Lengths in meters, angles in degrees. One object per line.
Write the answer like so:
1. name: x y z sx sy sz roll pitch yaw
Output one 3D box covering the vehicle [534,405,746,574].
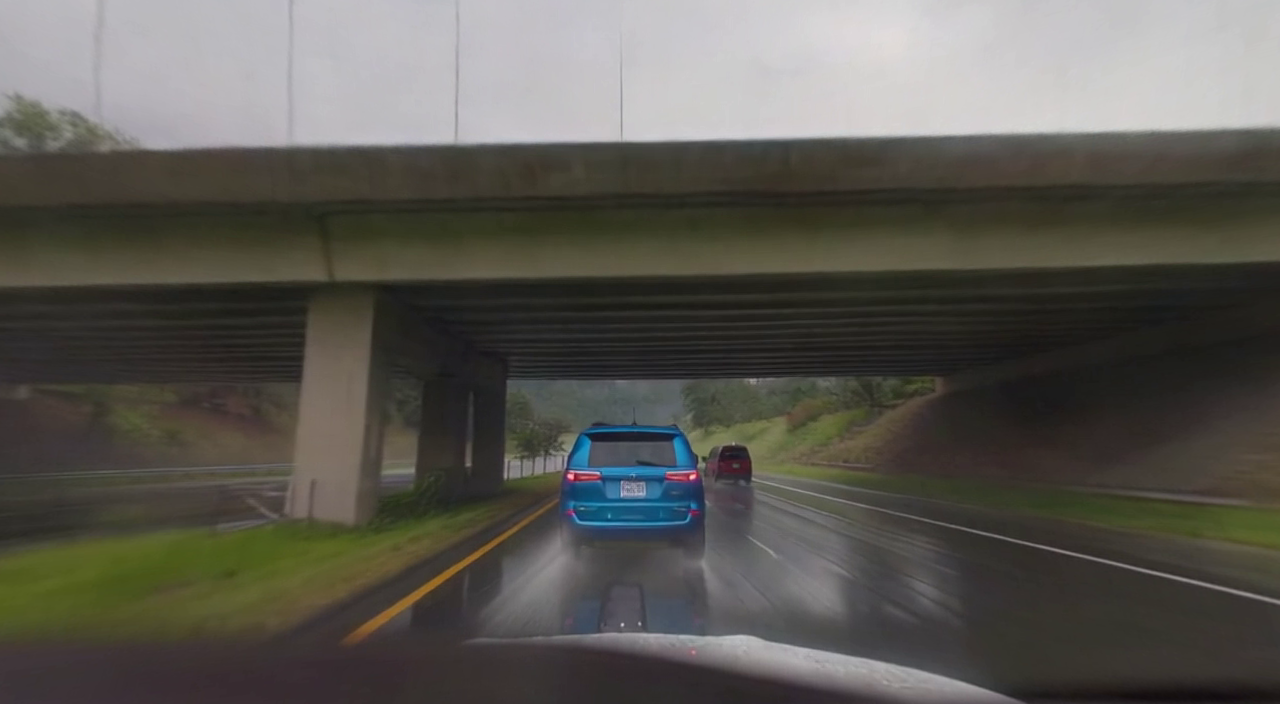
1. vehicle: 0.005 1.809 8.943 2.288 1.823 4.059 0 -9 0
